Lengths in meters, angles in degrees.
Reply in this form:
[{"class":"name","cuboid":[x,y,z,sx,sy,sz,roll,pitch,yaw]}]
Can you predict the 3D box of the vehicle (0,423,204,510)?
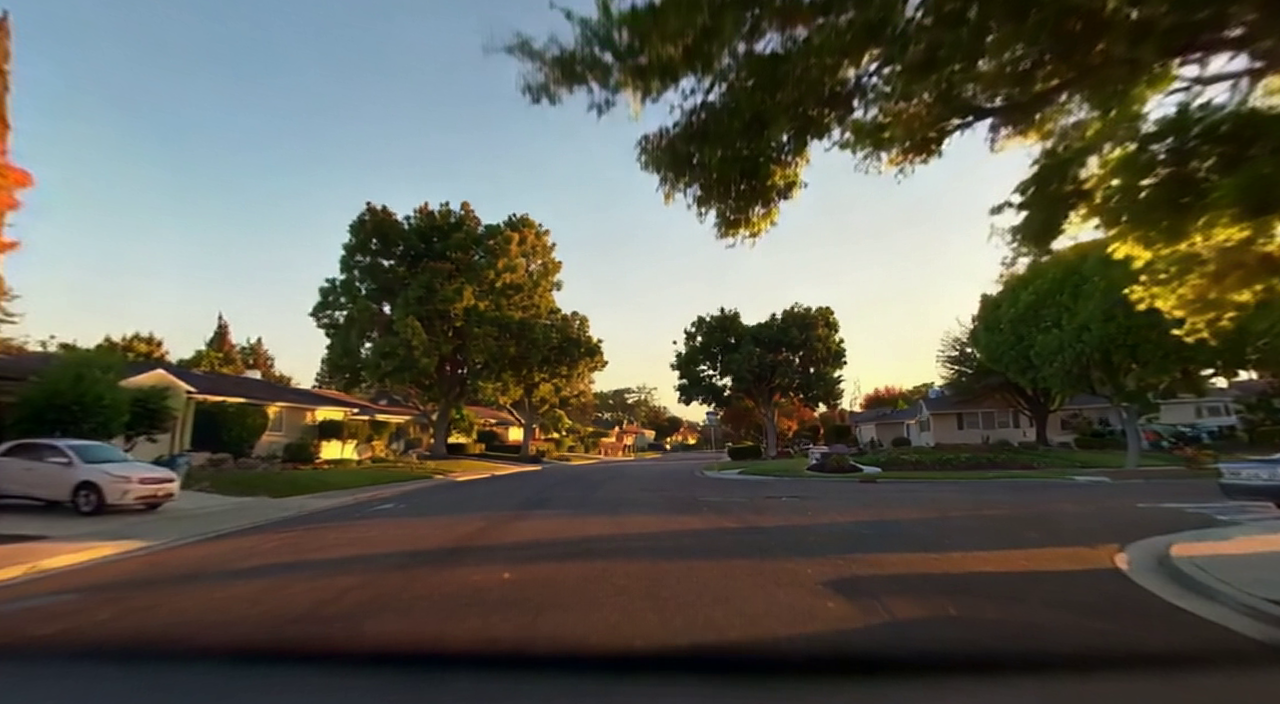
[{"class":"vehicle","cuboid":[-12.703,2.431,13.782,4.790,1.627,2.112,1,-5,-1]}]
